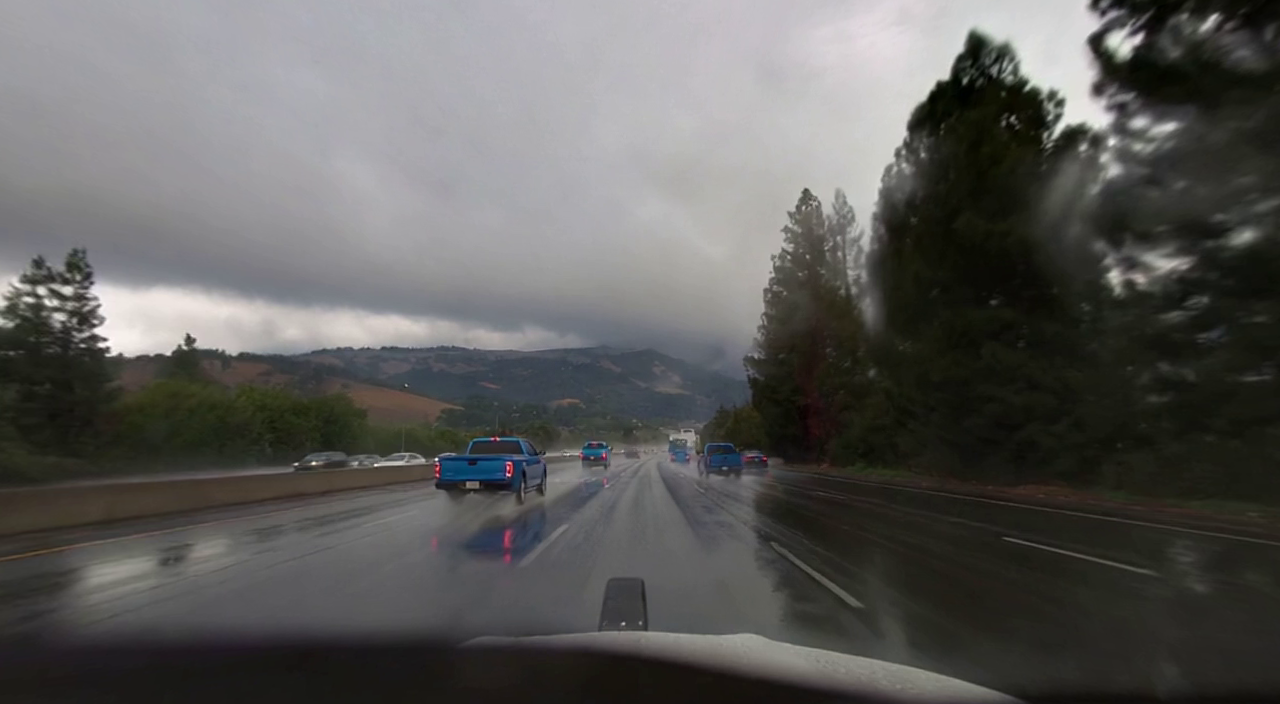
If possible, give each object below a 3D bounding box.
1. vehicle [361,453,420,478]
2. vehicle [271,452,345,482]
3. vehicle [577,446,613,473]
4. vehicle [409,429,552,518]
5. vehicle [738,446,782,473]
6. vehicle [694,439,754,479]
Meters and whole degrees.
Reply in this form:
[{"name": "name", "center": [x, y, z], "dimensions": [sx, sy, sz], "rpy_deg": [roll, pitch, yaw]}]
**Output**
[{"name": "vehicle", "center": [-16.445, 7.465, 41.791], "dimensions": [1.895, 1.478, 4.758], "rpy_deg": [-1, -8, 1]}, {"name": "vehicle", "center": [-20.520, 7.092, 39.219], "dimensions": [1.958, 1.686, 4.658], "rpy_deg": [-1, -8, 1]}, {"name": "vehicle", "center": [-3.211, 7.808, 46.070], "dimensions": [2.235, 1.785, 4.386], "rpy_deg": [-1, -8, 2]}, {"name": "vehicle", "center": [-3.763, 2.964, 16.087], "dimensions": [2.227, 1.853, 5.161], "rpy_deg": [-1, -8, 1]}, {"name": "vehicle", "center": [8.046, 7.229, 42.727], "dimensions": [2.104, 1.724, 4.701], "rpy_deg": [0, -8, 0]}, {"name": "vehicle", "center": [4.379, 5.687, 33.978], "dimensions": [2.424, 1.952, 5.611], "rpy_deg": [0, -8, 0]}]
